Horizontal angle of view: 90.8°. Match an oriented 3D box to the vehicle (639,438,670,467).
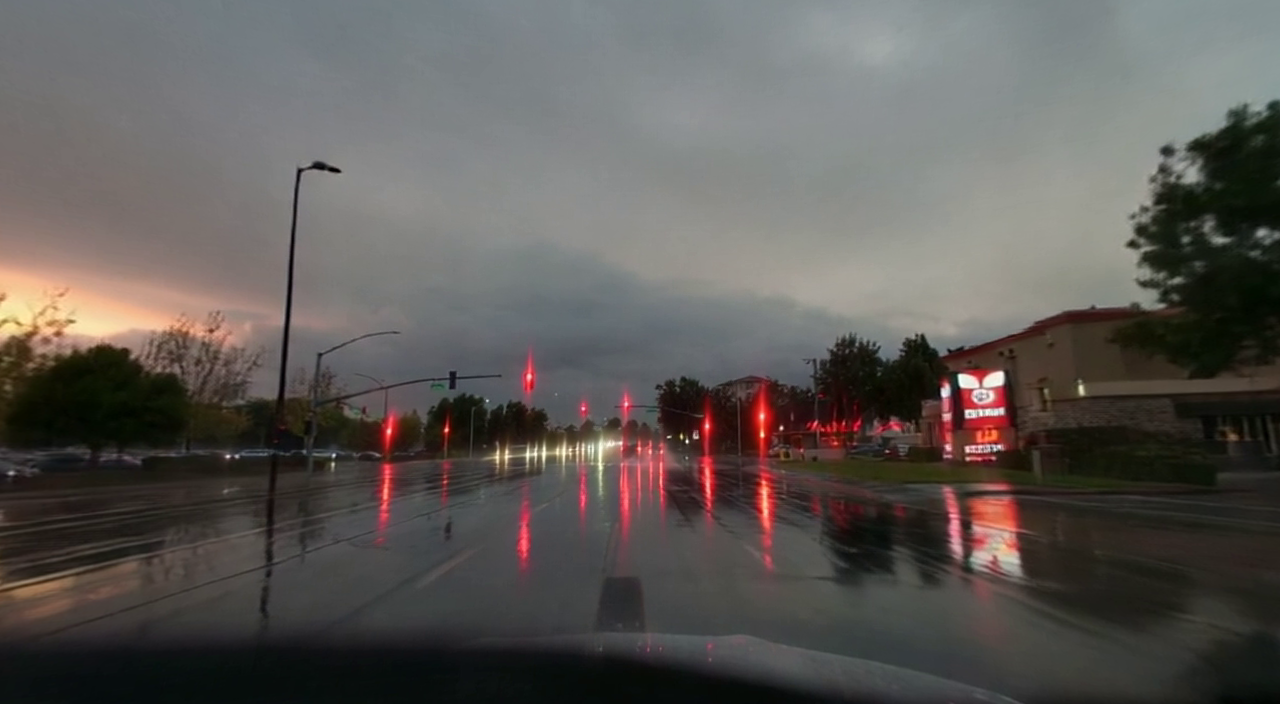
[{"bbox_3d":[1.095,7.173,45.136,2.096,1.961,4.259,0,-9,2],"label":"vehicle"}]
